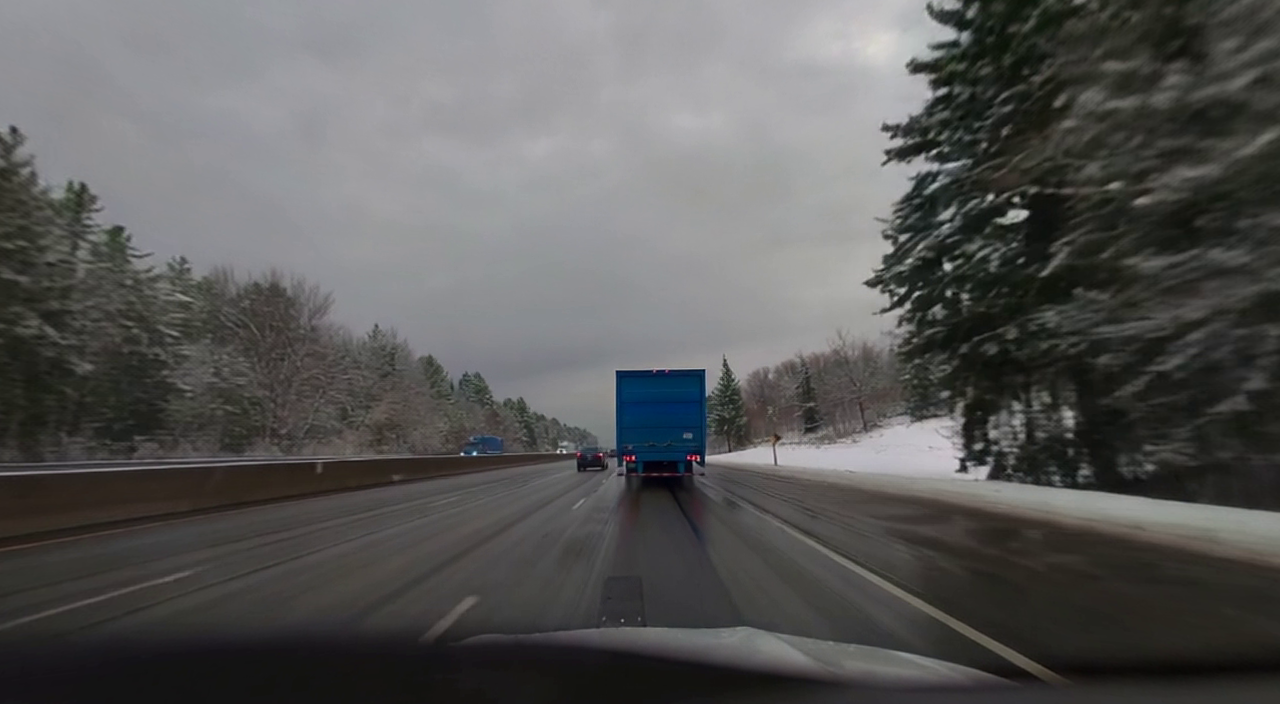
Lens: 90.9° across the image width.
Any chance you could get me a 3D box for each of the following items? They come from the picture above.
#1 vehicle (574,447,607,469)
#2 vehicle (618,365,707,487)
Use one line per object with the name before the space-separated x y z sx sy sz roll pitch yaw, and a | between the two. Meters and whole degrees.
vehicle | -3.431 7.412 44.126 1.985 1.482 3.923 0 -9 0
vehicle | 0.676 3.183 25.679 2.898 3.973 10.063 0 -9 0
